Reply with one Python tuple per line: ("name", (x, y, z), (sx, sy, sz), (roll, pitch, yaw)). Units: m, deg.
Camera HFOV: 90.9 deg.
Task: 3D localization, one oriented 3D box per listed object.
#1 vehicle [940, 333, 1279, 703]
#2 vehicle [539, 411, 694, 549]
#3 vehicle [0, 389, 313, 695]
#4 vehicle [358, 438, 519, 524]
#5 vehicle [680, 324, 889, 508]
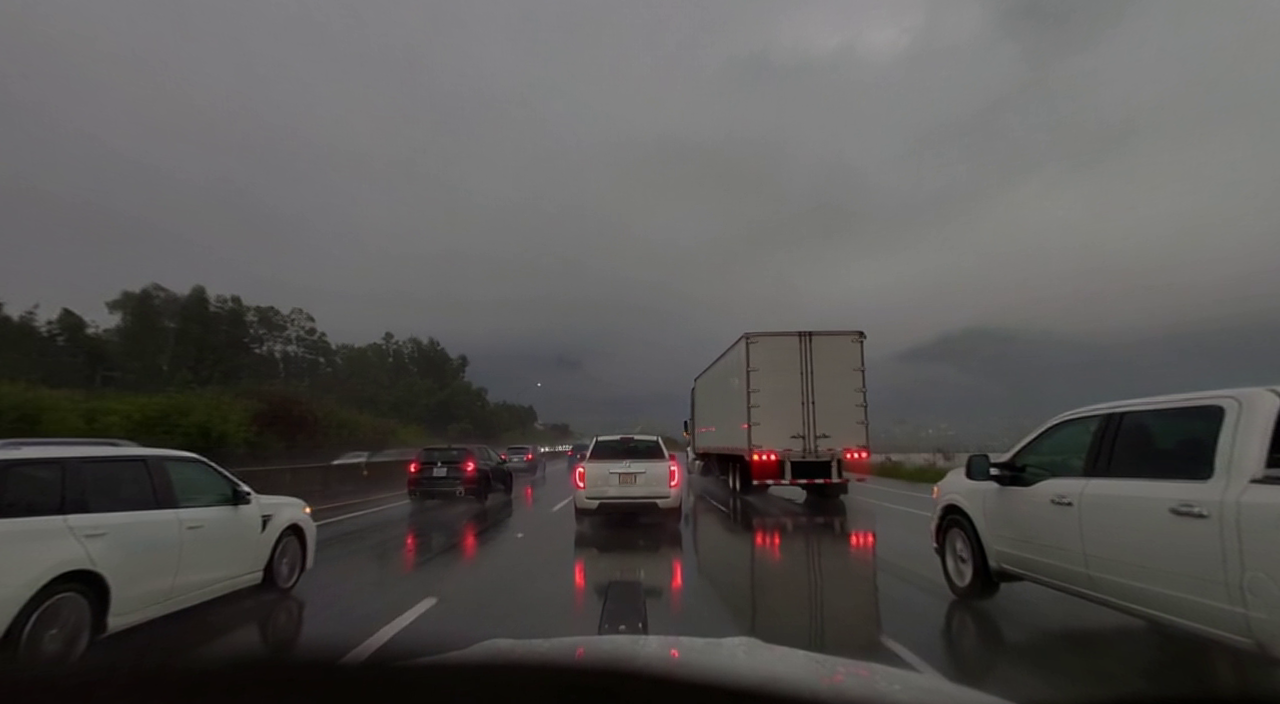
("vehicle", (3.645, 0.884, 3.059), (2.076, 1.751, 4.666), (0, -9, 1))
("vehicle", (-0.315, 2.012, 10.466), (2.037, 1.792, 4.194), (0, -9, 0))
("vehicle", (-4.317, 1.202, 4.561), (1.789, 1.620, 3.841), (0, -9, 0))
("vehicle", (-3.983, 2.621, 13.330), (1.923, 1.503, 4.293), (0, -9, 1))
("vehicle", (3.673, 2.584, 21.796), (3.186, 4.111, 15.553), (0, -9, -1))
